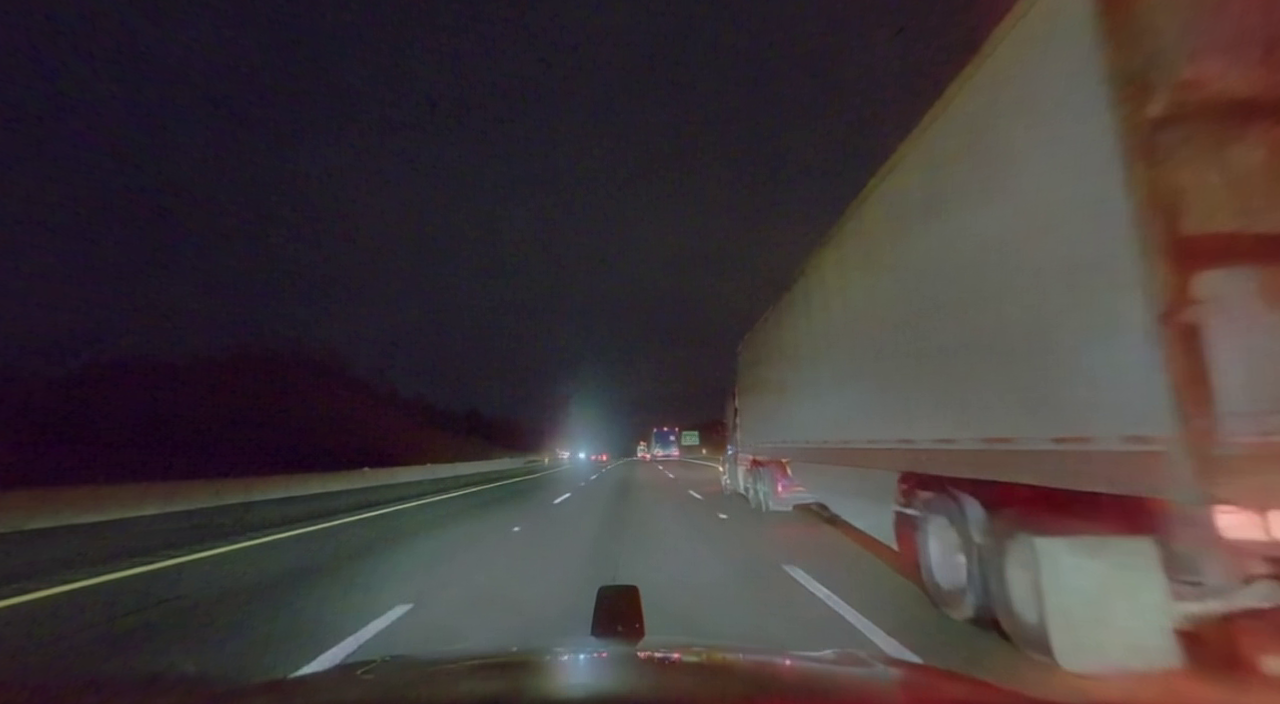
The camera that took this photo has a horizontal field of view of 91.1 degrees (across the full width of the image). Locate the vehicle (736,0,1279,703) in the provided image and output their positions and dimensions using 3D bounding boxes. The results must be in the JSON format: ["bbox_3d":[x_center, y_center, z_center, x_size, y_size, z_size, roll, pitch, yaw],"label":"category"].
[{"bbox_3d":[3.991,0.661,8.974,3.037,3.999,13.133,0,-9,0],"label":"vehicle"}]
